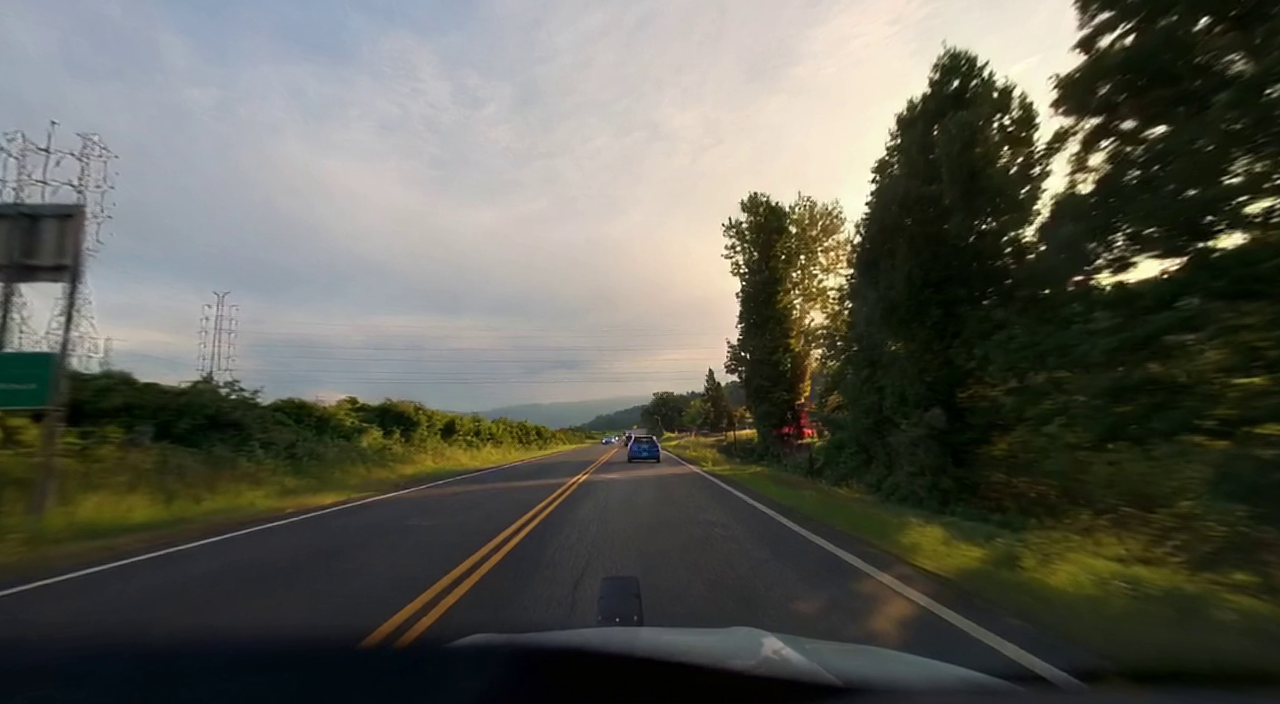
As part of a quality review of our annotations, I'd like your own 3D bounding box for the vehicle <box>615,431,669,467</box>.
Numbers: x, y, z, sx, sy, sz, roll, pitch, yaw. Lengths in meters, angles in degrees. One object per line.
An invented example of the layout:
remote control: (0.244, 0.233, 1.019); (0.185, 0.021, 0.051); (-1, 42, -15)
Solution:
vehicle: (0.042, 4.311, 28.198); (2.241, 1.471, 3.829); (0, -8, -1)
